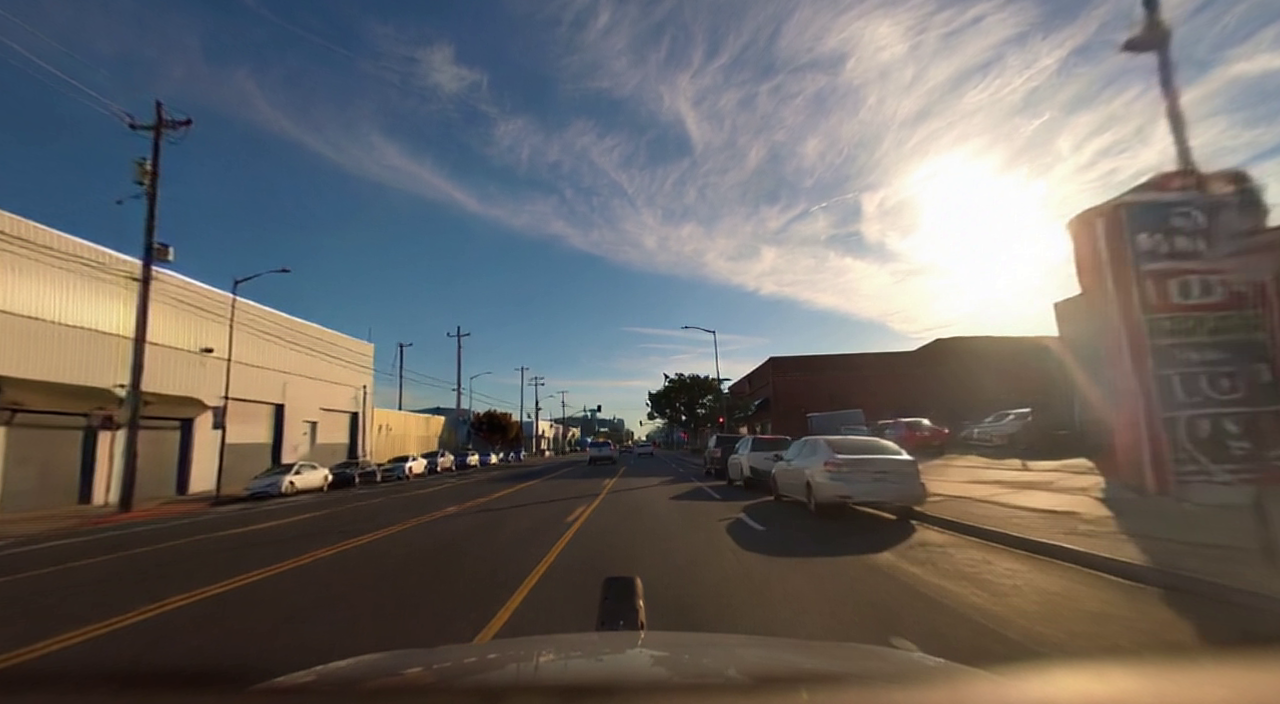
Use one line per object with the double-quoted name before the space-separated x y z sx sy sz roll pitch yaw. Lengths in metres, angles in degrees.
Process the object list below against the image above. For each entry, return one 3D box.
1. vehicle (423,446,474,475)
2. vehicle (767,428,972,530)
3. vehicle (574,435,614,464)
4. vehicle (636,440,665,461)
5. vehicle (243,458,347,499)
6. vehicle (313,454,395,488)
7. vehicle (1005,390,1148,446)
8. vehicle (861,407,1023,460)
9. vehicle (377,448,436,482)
"vehicle" -14.906 8.426 49.435 2.124 1.835 5.450 -7 -8 0
"vehicle" 3.971 2.297 12.087 2.042 1.487 5.033 1 -9 0
"vehicle" -3.010 6.563 42.556 2.348 1.831 4.737 0 -9 0
"vehicle" 0.752 7.431 47.779 2.099 1.470 4.270 0 -9 0
"vehicle" -15.090 5.507 27.988 1.883 1.493 4.880 -1 -8 0
"vehicle" -15.113 6.302 33.742 2.076 1.518 4.981 -2 -8 0
"vehicle" 18.910 2.907 27.559 4.515 2.066 2.070 -3 -9 0
"vehicle" 12.853 3.527 27.177 5.603 1.659 2.393 -5 -9 -3
"vehicle" -14.945 7.235 40.739 2.020 1.695 4.629 -7 -8 -2
